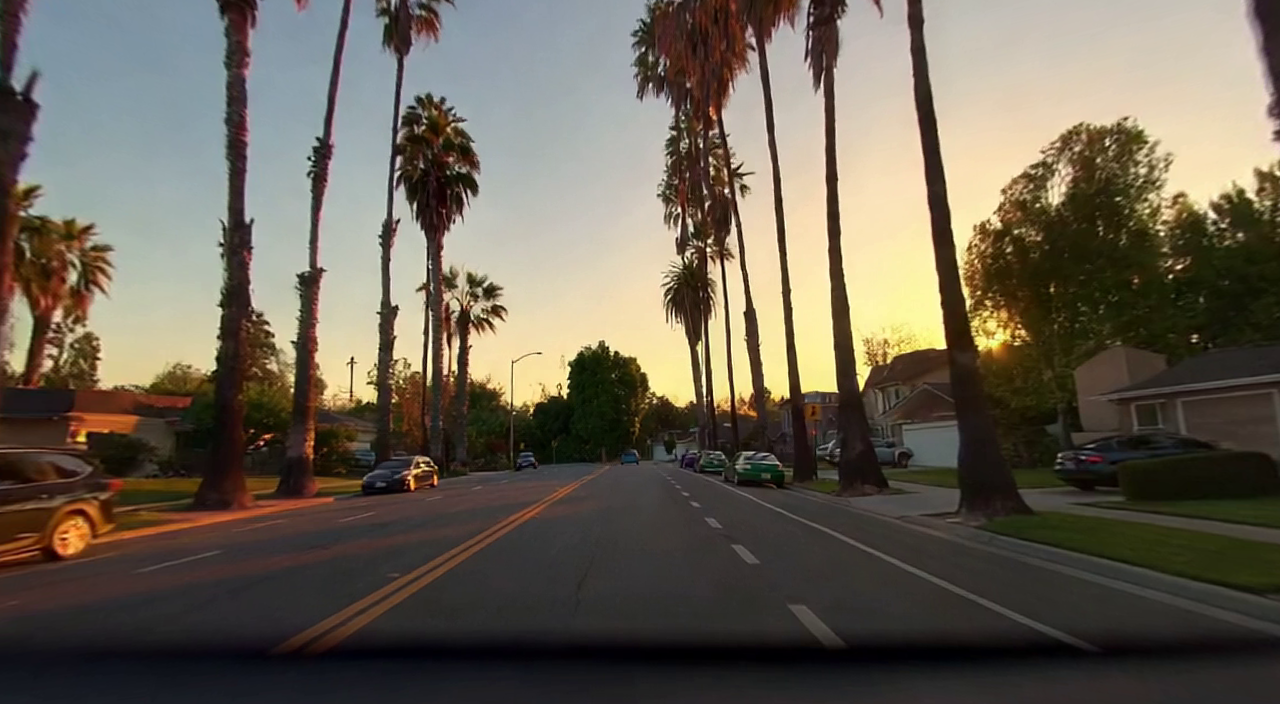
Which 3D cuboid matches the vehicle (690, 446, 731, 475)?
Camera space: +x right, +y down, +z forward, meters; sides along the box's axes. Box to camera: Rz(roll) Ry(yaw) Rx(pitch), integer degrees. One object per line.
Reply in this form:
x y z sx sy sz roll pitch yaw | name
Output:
4.267 6.676 39.175 2.017 1.646 5.389 0 -9 1 | vehicle

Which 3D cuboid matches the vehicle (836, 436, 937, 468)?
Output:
12.539 5.100 32.312 4.288 1.539 1.934 0 -9 -2 | vehicle

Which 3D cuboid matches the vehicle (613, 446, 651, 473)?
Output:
-0.473 6.354 37.507 2.098 1.483 4.099 0 -9 -1 | vehicle

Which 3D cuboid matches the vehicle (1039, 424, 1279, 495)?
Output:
12.273 2.537 15.062 4.169 1.567 1.852 0 -9 3 | vehicle

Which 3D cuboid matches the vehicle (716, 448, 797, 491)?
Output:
4.402 4.524 24.782 2.033 1.495 5.175 0 -9 -2 | vehicle

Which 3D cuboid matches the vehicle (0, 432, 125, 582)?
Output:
-8.869 1.912 7.336 2.061 1.783 4.631 -2 -6 -3 | vehicle

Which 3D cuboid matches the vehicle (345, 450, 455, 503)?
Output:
-9.095 4.718 24.560 2.181 1.527 5.441 -2 -7 0 | vehicle
